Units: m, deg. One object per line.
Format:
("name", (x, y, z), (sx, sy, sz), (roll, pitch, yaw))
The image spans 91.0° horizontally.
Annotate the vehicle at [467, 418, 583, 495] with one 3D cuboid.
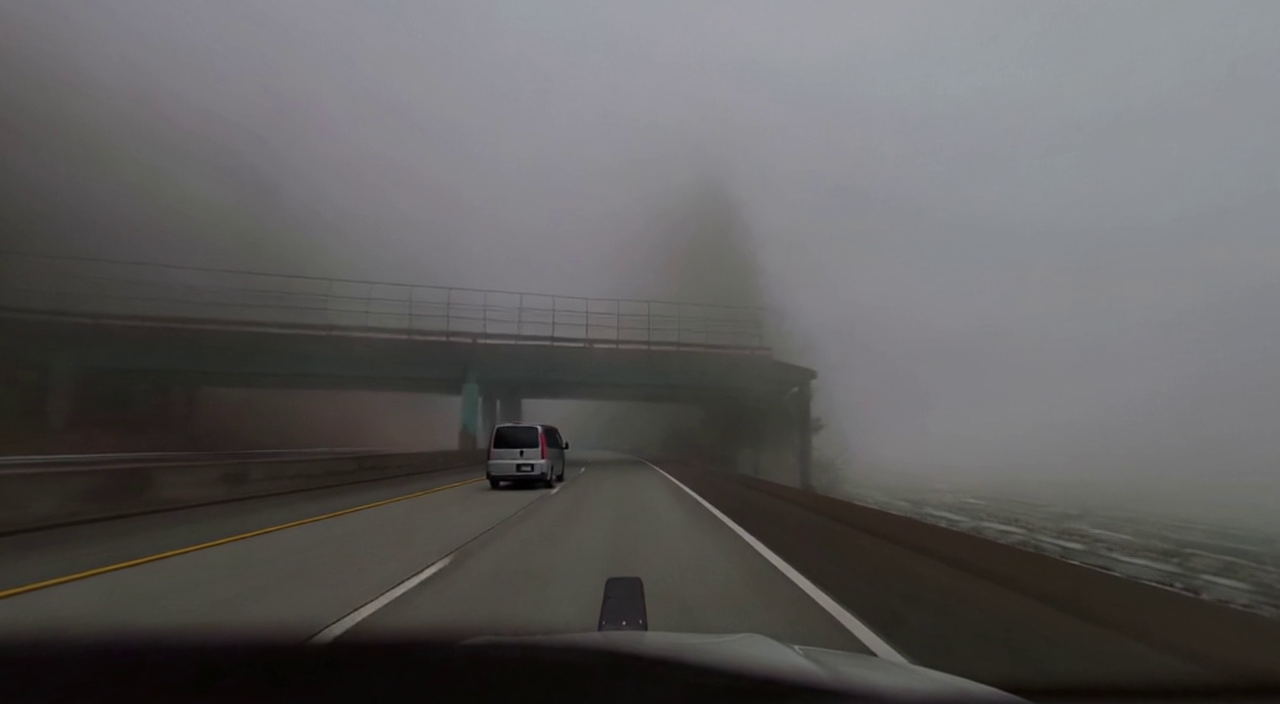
("vehicle", (-3.067, 2.952, 18.107), (2.372, 1.891, 5.061), (0, -8, 0))
